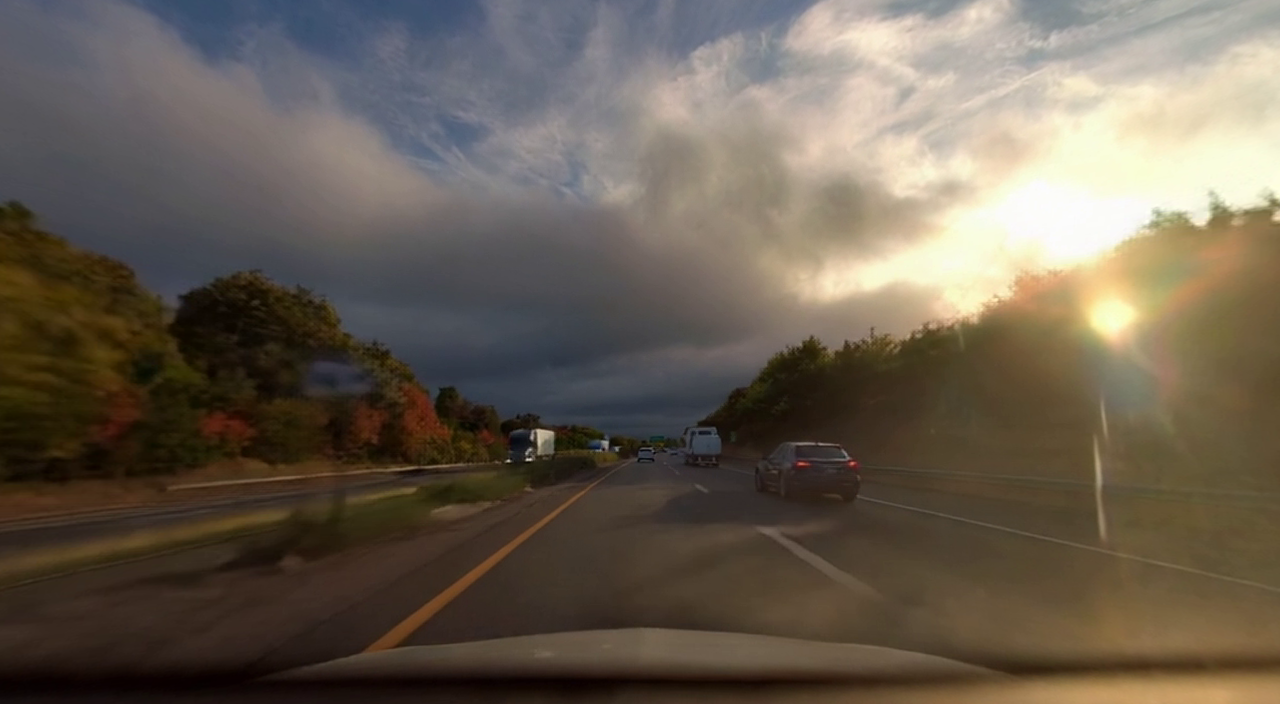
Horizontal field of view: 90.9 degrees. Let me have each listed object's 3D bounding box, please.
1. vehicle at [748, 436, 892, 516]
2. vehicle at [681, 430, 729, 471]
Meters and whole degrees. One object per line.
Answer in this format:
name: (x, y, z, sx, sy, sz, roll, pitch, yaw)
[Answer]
vehicle: (3.871, 2.735, 14.338, 2.043, 1.542, 3.881, 0, -9, -1)
vehicle: (4.207, 6.484, 41.599, 2.423, 2.517, 5.055, 0, -9, -2)
